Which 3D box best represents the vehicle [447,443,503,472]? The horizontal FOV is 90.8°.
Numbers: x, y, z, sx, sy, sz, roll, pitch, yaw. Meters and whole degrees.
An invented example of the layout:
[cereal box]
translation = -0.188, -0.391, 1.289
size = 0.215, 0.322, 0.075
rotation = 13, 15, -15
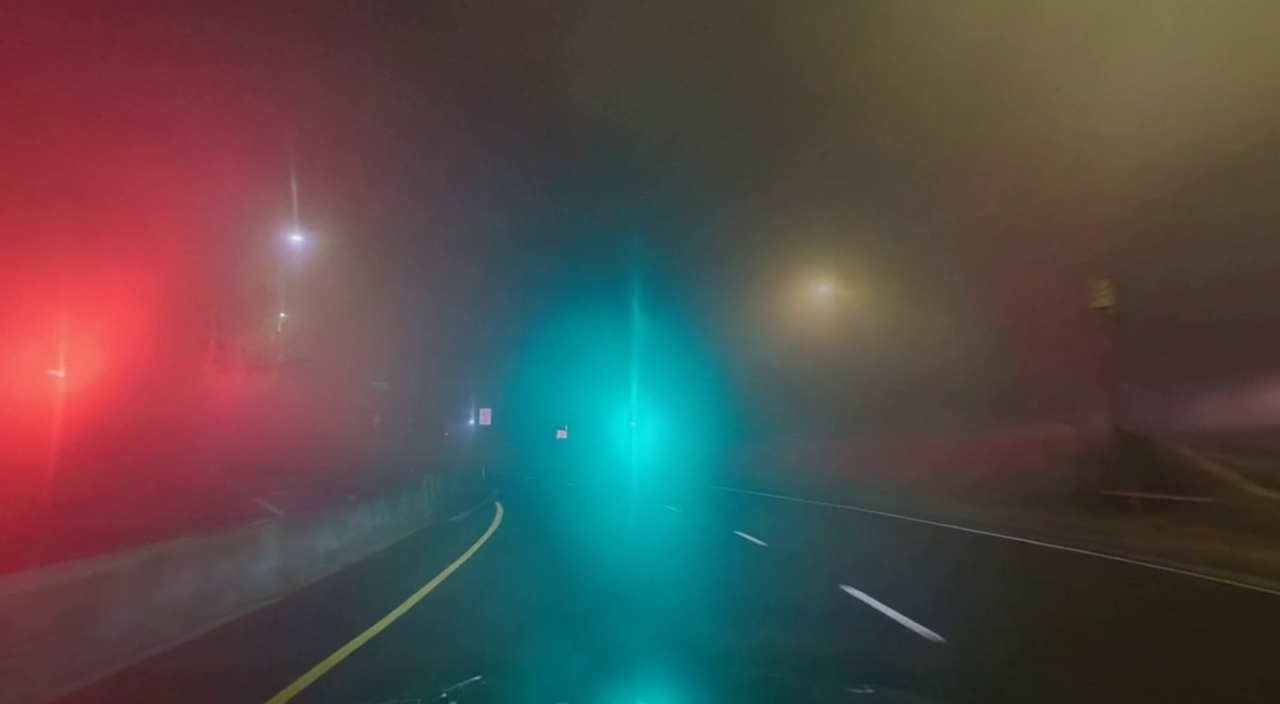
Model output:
[vehicle]
translation = -9.321, 5.895, 35.496
size = 2.163, 1.537, 4.368
rotation = 4, -10, -26
